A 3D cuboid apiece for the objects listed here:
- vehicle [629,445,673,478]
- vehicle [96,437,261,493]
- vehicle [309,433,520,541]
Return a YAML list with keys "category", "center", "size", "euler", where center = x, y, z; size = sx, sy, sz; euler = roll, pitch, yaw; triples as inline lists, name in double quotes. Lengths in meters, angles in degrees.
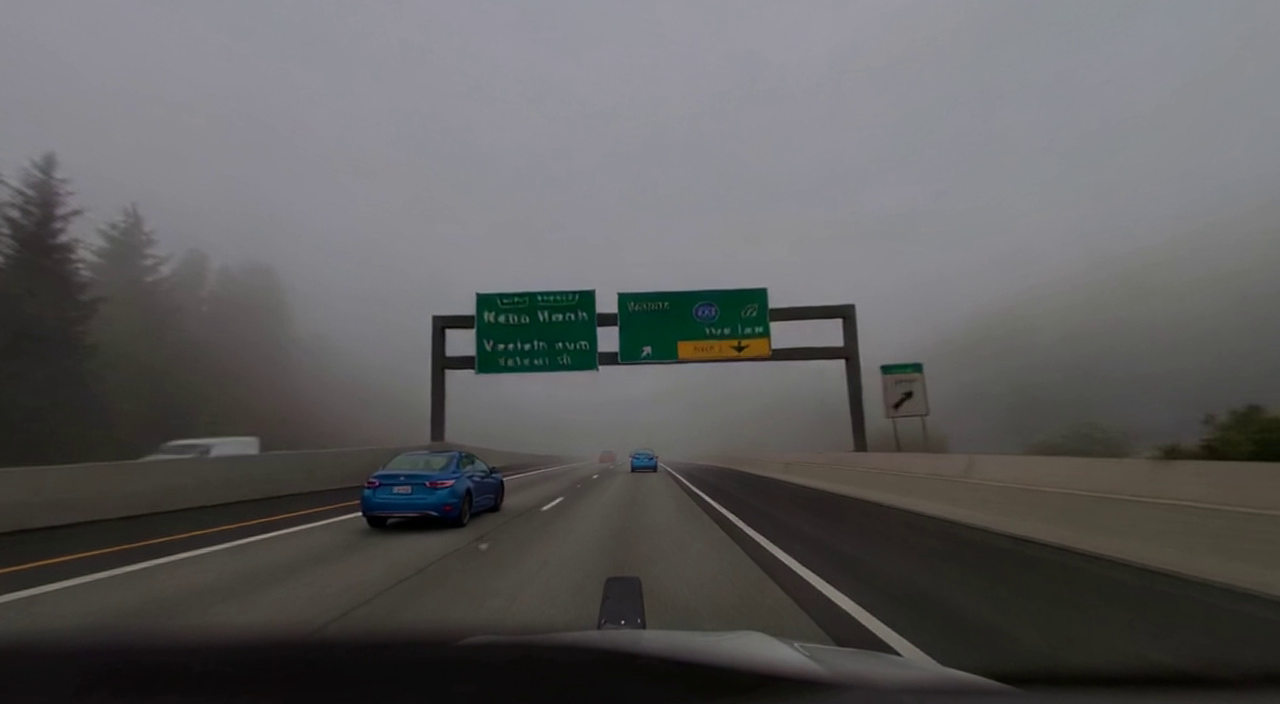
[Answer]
- category: "vehicle"
  center: [0.494, 5.239, 30.343]
  size: [2.002, 1.449, 3.612]
  euler: [0, -9, 0]
- category: "vehicle"
  center: [-16.800, 4.142, 23.414]
  size: [2.086, 1.852, 5.229]
  euler: [0, -9, 1]
- category: "vehicle"
  center: [-3.540, 2.211, 10.900]
  size: [2.062, 1.474, 4.151]
  euler: [0, -9, 1]
